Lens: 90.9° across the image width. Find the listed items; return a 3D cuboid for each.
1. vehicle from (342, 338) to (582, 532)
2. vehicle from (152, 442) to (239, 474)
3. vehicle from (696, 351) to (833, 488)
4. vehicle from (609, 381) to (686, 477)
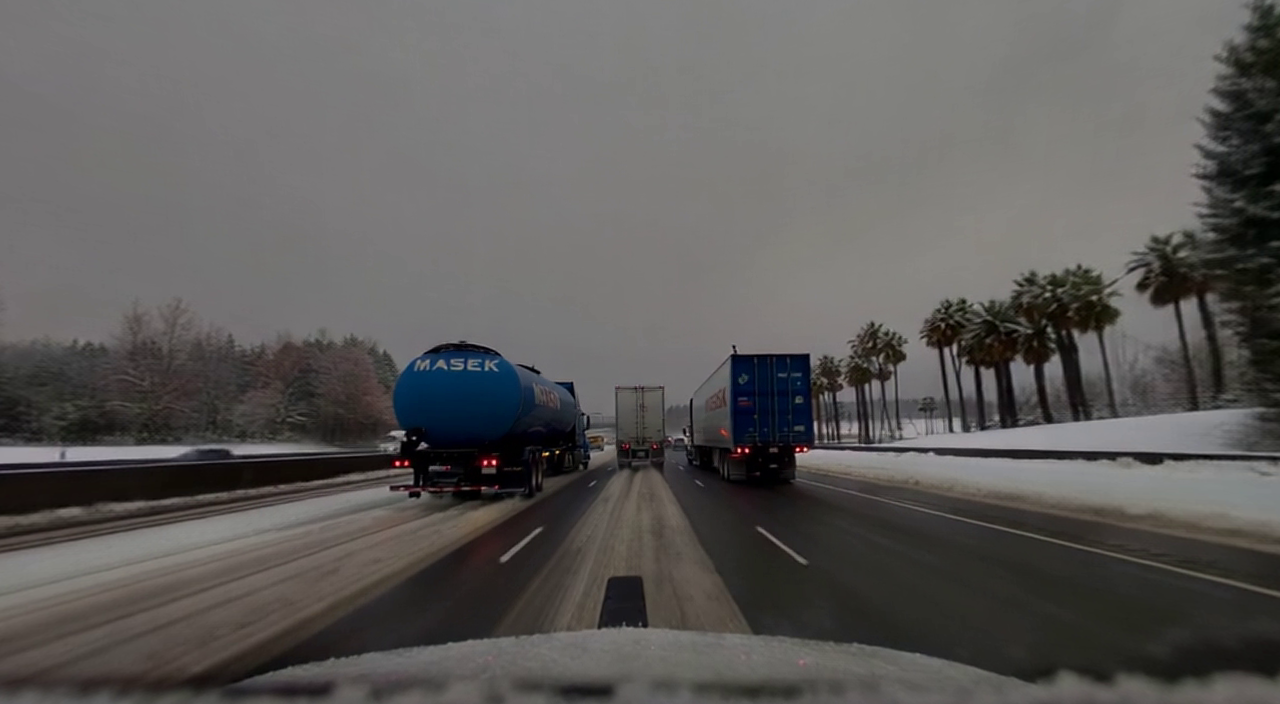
[{"bbox_3d":[-3.464,2.157,16.091,2.786,3.228,11.082,0,-8,1],"label":"vehicle"},{"bbox_3d":[-23.802,5.643,33.959,1.697,1.596,4.029,0,-8,0],"label":"vehicle"},{"bbox_3d":[4.410,3.074,26.479,2.887,4.178,14.553,0,-8,0],"label":"vehicle"},{"bbox_3d":[0.447,4.410,34.705,3.097,3.856,18.209,0,-8,1],"label":"vehicle"}]
